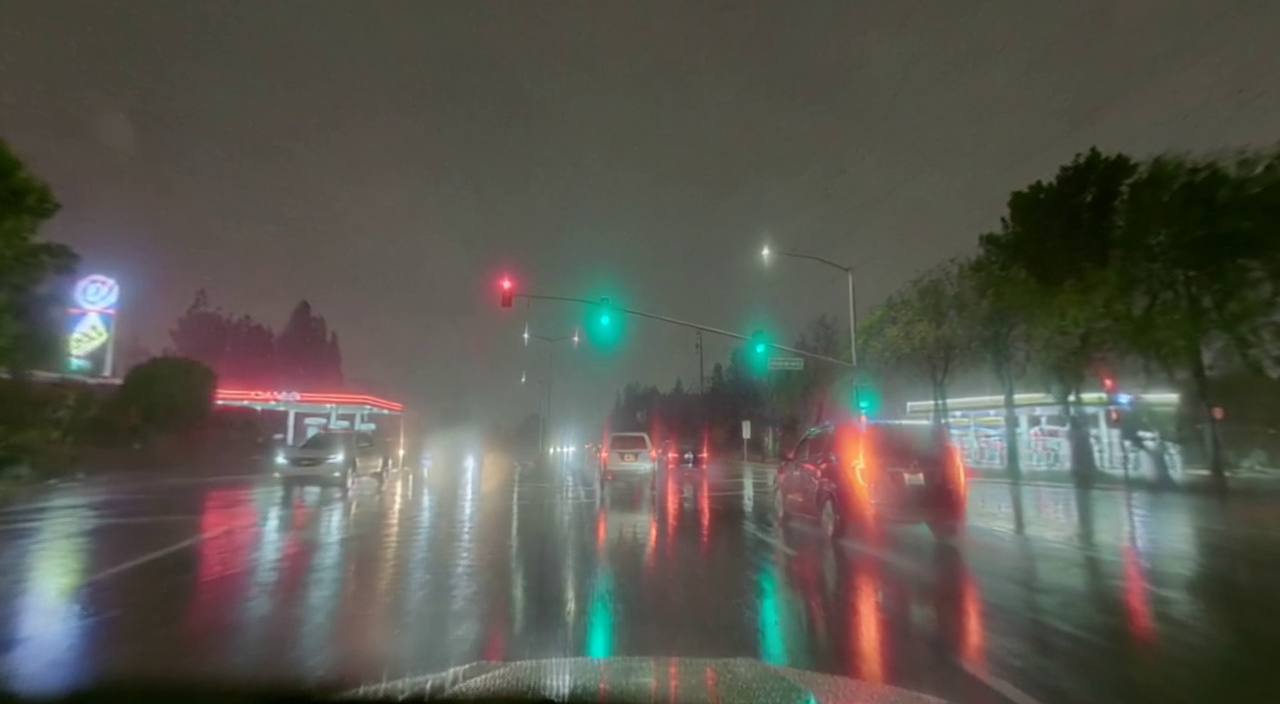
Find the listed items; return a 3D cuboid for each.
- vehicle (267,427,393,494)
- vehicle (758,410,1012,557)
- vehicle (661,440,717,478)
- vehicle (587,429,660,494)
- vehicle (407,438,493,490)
[{"bbox_3d":[-9.082,3.195,18.903,1.992,1.755,4.283,1,-8,-6],"label":"vehicle"},{"bbox_3d":[3.378,1.900,9.778,2.000,1.745,4.206,1,-8,-4],"label":"vehicle"},{"bbox_3d":[2.159,4.813,28.569,1.800,1.592,3.658,1,-8,-7],"label":"vehicle"},{"bbox_3d":[-0.612,3.368,19.715,2.051,1.798,4.168,1,-8,-4],"label":"vehicle"},{"bbox_3d":[-6.174,3.663,20.972,1.987,1.505,4.337,1,-8,-7],"label":"vehicle"}]
